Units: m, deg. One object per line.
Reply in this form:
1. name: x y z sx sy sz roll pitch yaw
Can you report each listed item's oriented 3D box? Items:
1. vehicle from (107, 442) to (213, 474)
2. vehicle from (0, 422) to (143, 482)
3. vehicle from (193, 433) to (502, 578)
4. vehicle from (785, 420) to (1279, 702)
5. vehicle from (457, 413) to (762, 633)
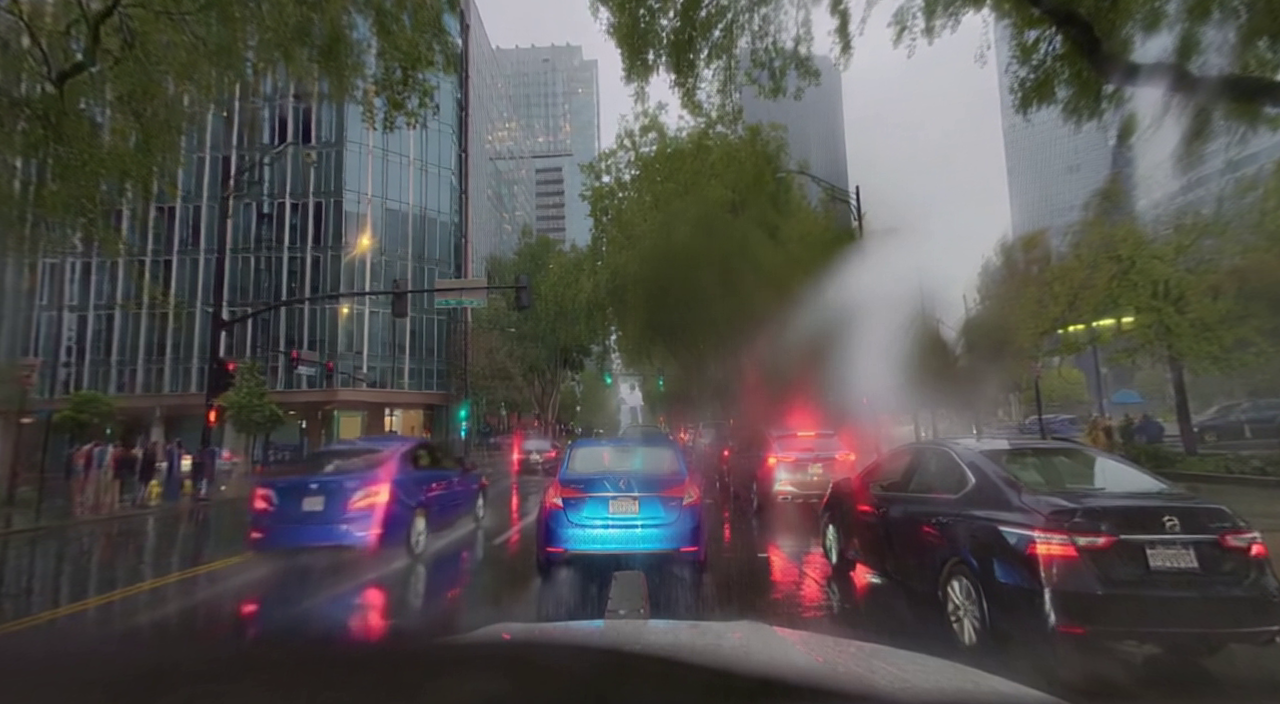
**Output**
1. vehicle: -33.748 7.445 44.284 5.598 2.130 2.121 0 -8 -2
2. vehicle: -30.101 5.115 32.314 6.756 2.955 2.367 0 -8 -1
3. vehicle: -3.441 1.867 8.597 1.957 1.427 4.531 0 -8 1
4. vehicle: 2.749 1.406 5.444 1.952 1.464 4.165 0 -8 -1
5. vehicle: -0.274 1.465 6.389 2.072 1.476 4.078 0 -8 -2
